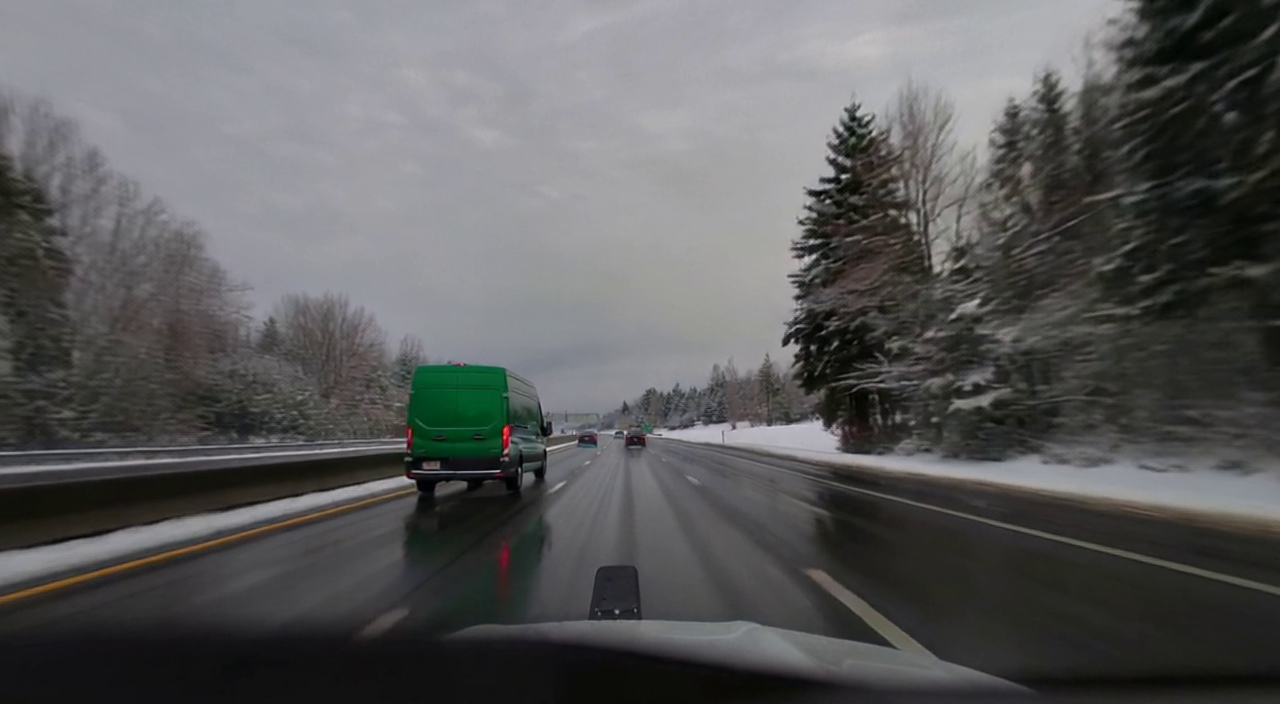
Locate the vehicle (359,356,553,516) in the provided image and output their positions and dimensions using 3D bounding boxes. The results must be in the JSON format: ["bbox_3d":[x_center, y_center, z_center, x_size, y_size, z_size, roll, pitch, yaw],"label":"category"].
[{"bbox_3d":[-3.371,1.744,13.170,2.424,2.577,5.828,0,-8,-2],"label":"vehicle"}]

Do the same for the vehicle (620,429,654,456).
[{"bbox_3d":[-0.222,5.911,41.131,2.104,1.646,4.176,0,-8,-1],"label":"vehicle"}]
